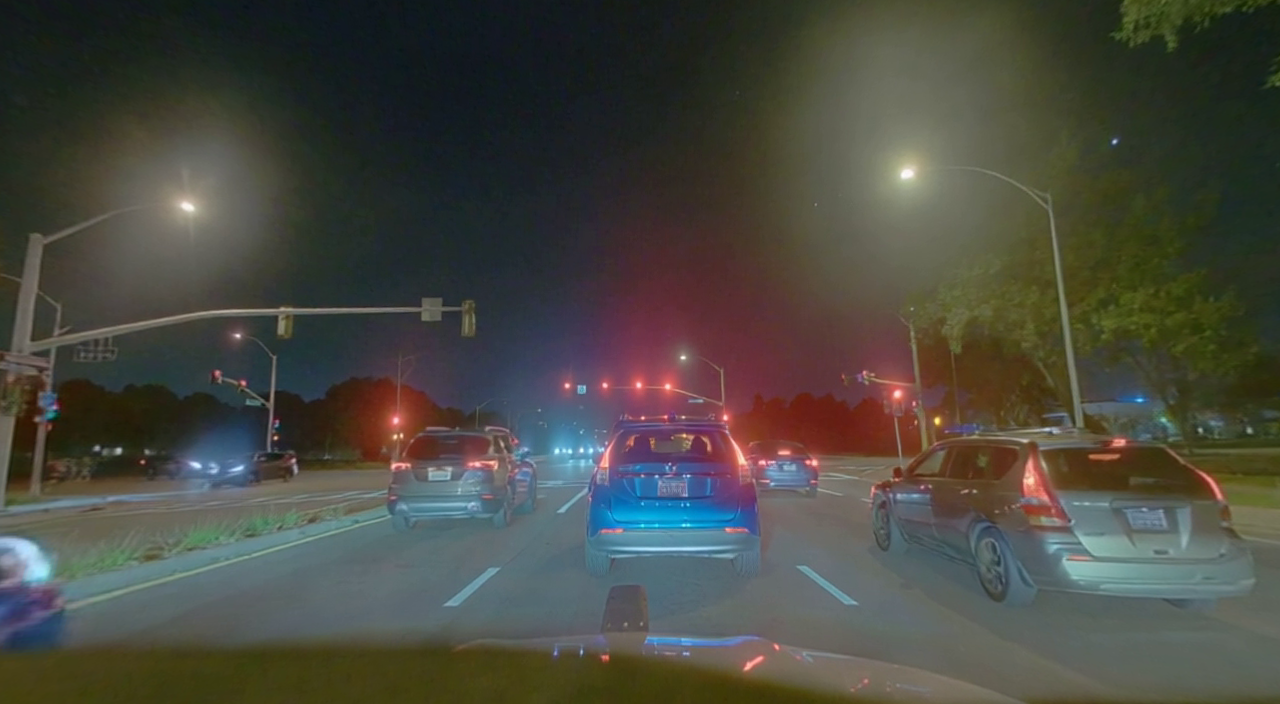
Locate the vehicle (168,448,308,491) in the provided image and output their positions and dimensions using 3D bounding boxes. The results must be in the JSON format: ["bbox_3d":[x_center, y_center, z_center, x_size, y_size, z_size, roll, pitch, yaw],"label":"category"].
[{"bbox_3d":[-15.946,4.625,25.278,1.882,1.505,4.379,-3,-9,21],"label":"vehicle"}]

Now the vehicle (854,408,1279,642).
[{"bbox_3d":[3.907,1.488,6.421,1.954,1.592,3.992,0,-8,-1],"label":"vehicle"}]

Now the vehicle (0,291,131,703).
[{"bbox_3d":[-3.230,0.429,0.102,2.209,1.828,4.847,0,-8,0],"label":"vehicle"}]

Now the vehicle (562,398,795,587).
[{"bbox_3d":[0.374,1.639,8.154,2.172,1.764,4.338,0,-8,1],"label":"vehicle"}]

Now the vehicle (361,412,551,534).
[{"bbox_3d":[-3.122,2.186,11.995,2.054,1.814,4.941,0,-8,1],"label":"vehicle"}]
